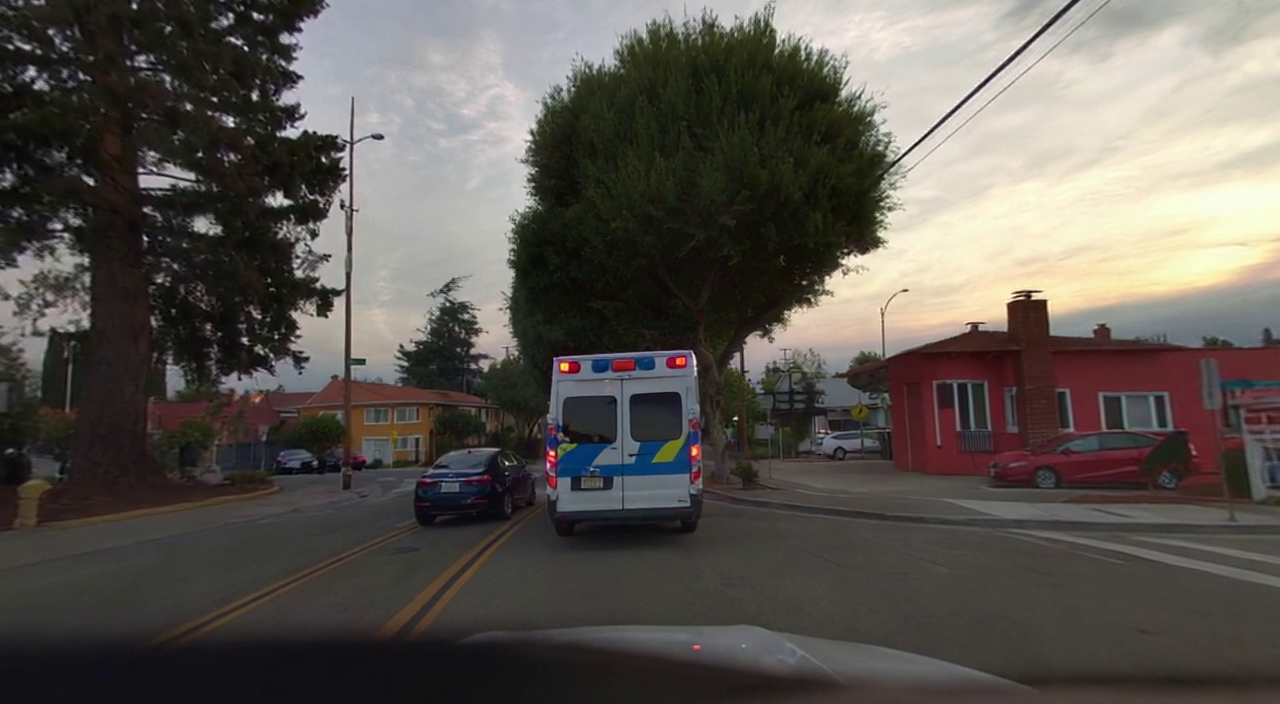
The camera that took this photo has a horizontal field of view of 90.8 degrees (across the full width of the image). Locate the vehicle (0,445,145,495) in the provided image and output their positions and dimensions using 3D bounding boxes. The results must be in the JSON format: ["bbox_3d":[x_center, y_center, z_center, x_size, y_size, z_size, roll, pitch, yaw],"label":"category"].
[{"bbox_3d":[-18.950,3.755,20.284,4.412,1.468,1.914,0,-8,-3],"label":"vehicle"}]

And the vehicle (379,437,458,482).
[{"bbox_3d":[-9.977,4.745,28.225,2.290,1.776,4.947,5,-10,-31],"label":"vehicle"}]

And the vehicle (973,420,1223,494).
[{"bbox_3d":[13.029,3.042,18.450,5.270,1.966,2.329,-2,-9,11],"label":"vehicle"}]

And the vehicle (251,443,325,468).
[{"bbox_3d":[-26.099,7.656,47.009,4.616,1.738,1.974,4,-9,-25],"label":"vehicle"}]

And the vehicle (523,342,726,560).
[{"bbox_3d":[-0.203,1.586,10.492,2.444,2.640,5.482,0,-8,0],"label":"vehicle"}]

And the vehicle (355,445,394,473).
[{"bbox_3d":[-15.267,6.084,36.226,1.855,1.511,4.167,4,-9,-25],"label":"vehicle"}]
